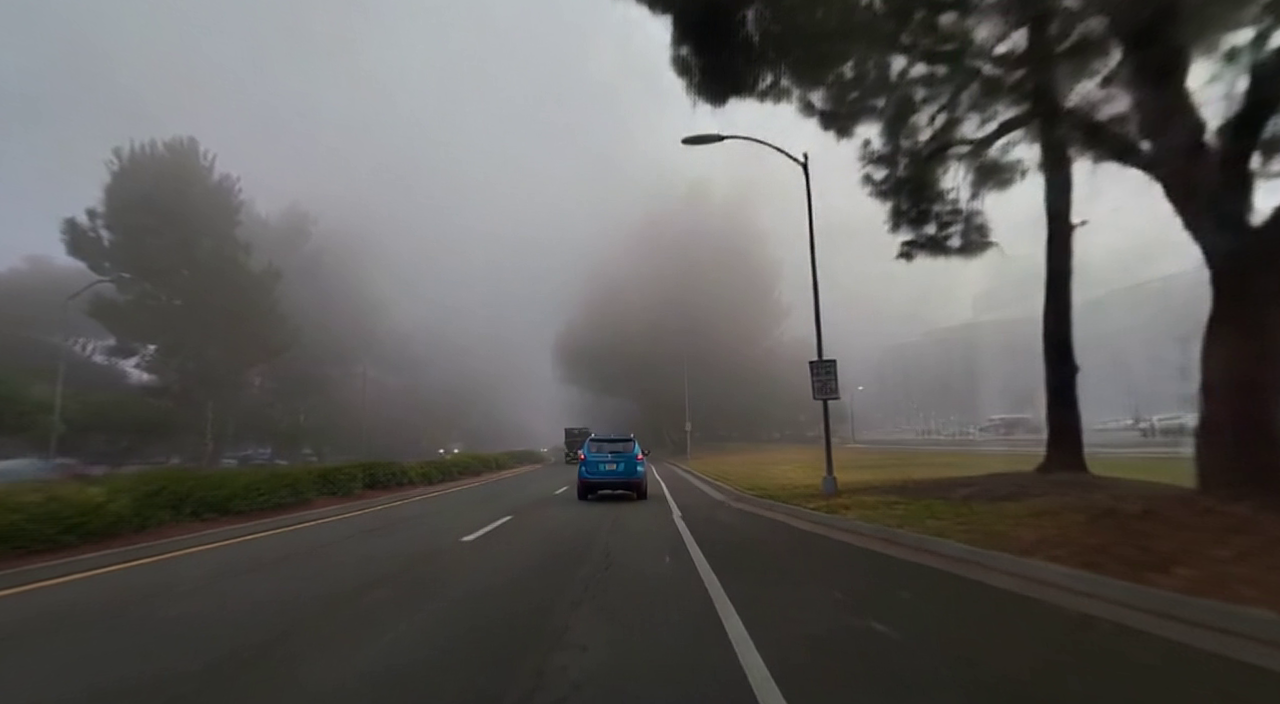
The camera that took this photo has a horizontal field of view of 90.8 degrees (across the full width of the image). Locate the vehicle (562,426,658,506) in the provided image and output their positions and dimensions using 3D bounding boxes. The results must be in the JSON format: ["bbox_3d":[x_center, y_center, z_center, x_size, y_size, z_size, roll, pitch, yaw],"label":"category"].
[{"bbox_3d":[-0.689,2.877,16.321,2.131,1.761,4.242,0,-8,0],"label":"vehicle"}]
